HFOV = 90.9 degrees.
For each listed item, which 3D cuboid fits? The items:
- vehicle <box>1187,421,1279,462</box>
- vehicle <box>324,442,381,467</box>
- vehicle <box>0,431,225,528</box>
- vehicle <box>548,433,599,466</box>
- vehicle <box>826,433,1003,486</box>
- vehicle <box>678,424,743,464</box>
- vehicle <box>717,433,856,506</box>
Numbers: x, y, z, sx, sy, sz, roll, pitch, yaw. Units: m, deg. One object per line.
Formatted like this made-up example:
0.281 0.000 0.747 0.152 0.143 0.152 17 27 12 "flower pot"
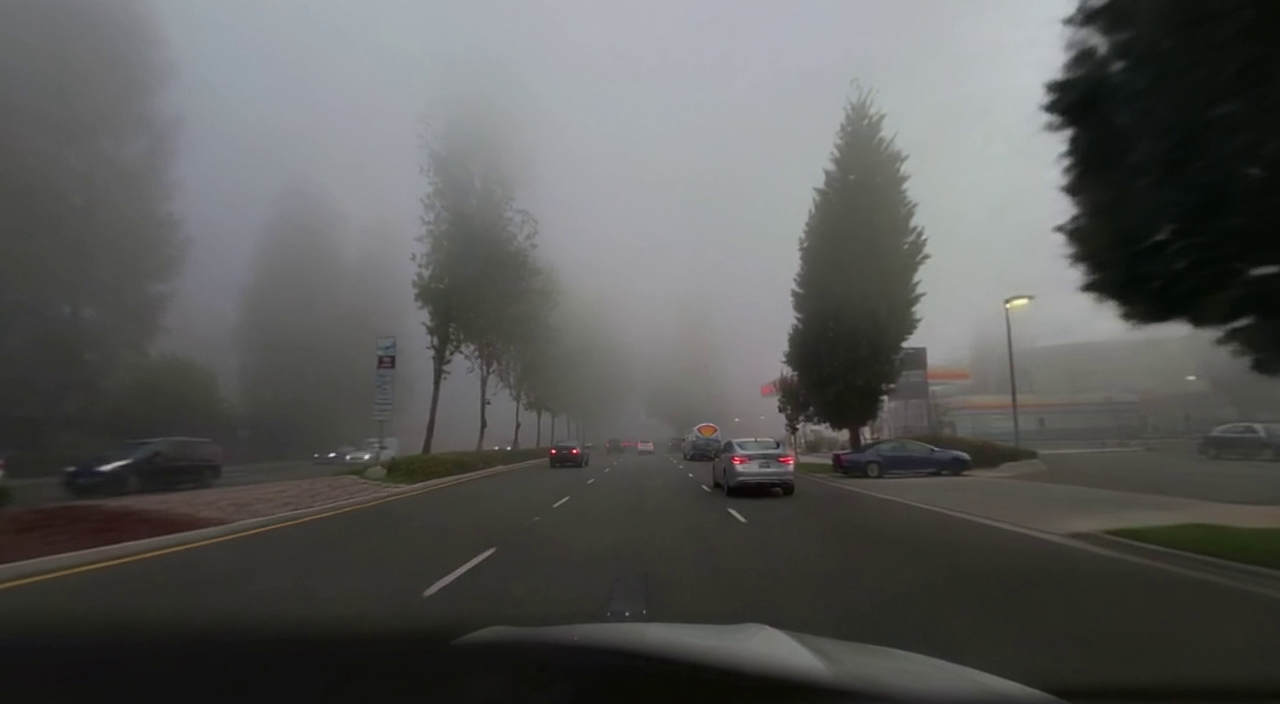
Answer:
24.046 3.459 24.337 1.921 1.463 4.380 1 -8 0 "vehicle"
-21.093 7.540 46.520 1.957 1.702 4.544 0 -8 2 "vehicle"
-11.404 2.510 13.249 2.004 1.509 4.932 -2 -6 1 "vehicle"
-3.568 5.360 34.761 2.250 1.713 4.422 0 -8 1 "vehicle"
7.954 3.158 18.753 4.514 1.425 1.937 -2 -8 14 "vehicle"
4.005 5.456 37.456 3.245 2.199 6.295 0 -8 1 "vehicle"
3.263 2.713 15.147 2.095 1.475 4.686 0 -8 -1 "vehicle"
